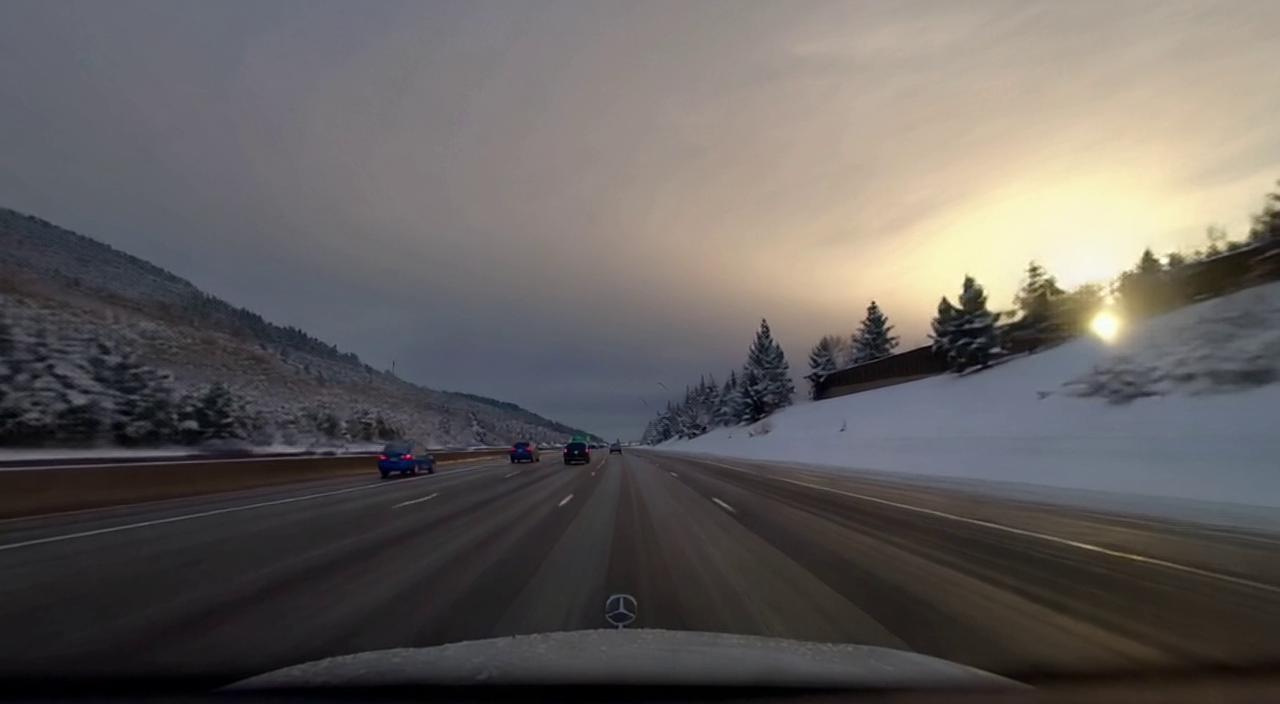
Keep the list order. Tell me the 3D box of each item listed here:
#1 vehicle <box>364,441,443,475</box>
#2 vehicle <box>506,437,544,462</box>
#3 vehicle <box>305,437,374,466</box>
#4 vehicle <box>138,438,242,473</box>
[{"bbox_3d":[-10.930,4.915,29.572,1.949,1.475,4.740,0,-8,-1],"label":"vehicle"},{"bbox_3d":[-8.610,7.332,47.734,2.074,1.768,4.805,0,-9,-2],"label":"vehicle"},{"bbox_3d":[-17.752,5.907,37.560,1.991,1.609,4.424,0,-9,-1],"label":"vehicle"},{"bbox_3d":[-24.202,5.564,34.256,2.042,1.735,4.872,0,-9,-1],"label":"vehicle"}]
